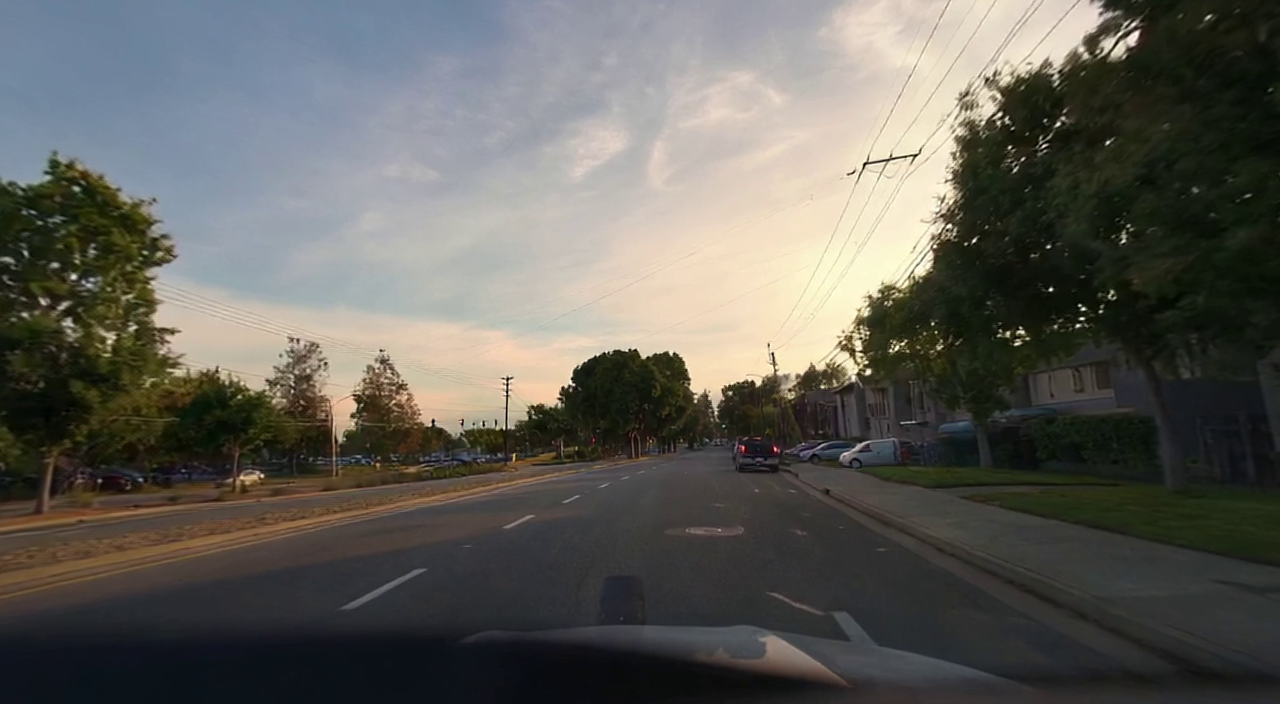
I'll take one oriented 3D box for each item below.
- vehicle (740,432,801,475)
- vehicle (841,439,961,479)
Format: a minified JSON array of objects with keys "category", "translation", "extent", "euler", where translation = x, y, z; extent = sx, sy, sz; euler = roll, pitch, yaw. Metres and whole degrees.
[{"category":"vehicle","translation":[5.982,4.710,29.593],"extent":[2.359,1.817,4.985],"euler":[-1,-8,6]},{"category":"vehicle","translation":[11.872,4.881,29.088],"extent":[2.038,1.680,4.660],"euler":[6,-10,-34]}]
